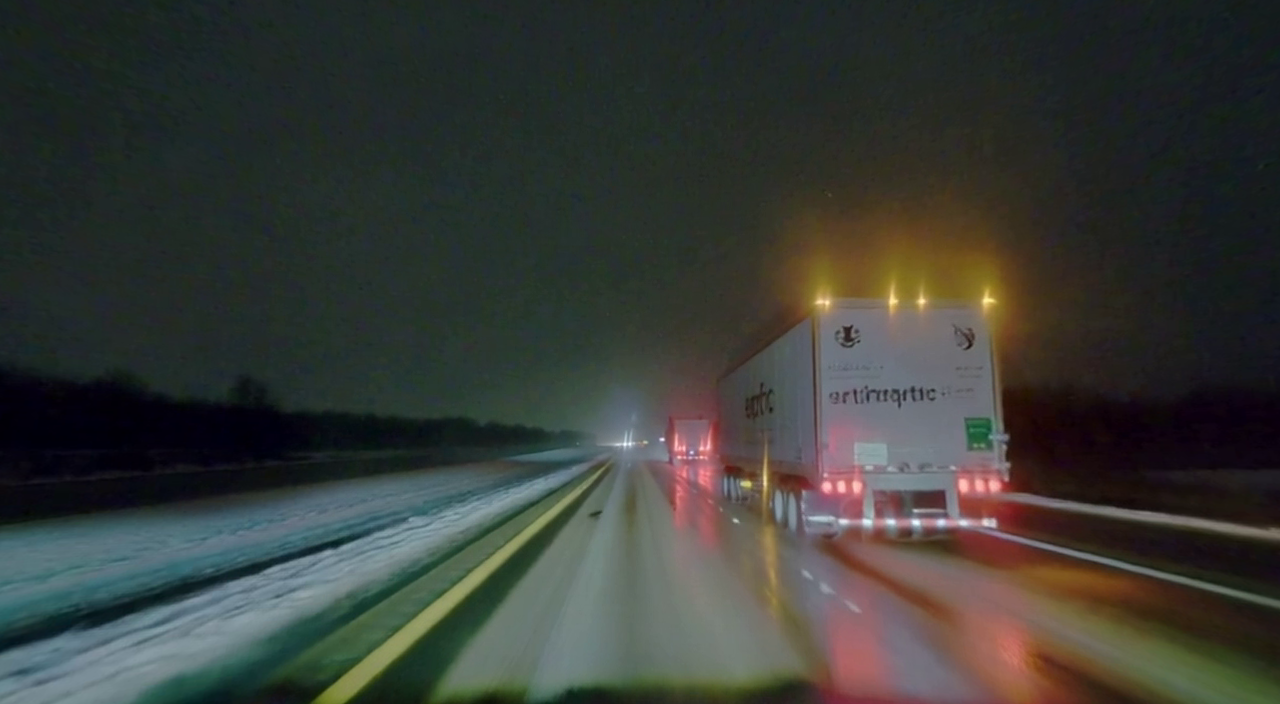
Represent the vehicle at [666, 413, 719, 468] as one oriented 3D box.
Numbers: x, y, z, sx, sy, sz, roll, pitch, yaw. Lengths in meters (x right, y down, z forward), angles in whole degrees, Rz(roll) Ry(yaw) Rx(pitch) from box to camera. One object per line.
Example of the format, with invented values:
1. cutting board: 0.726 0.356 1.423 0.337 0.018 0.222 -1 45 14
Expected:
1. vehicle: 3.247 5.765 40.972 2.702 3.193 7.196 0 -8 -1
